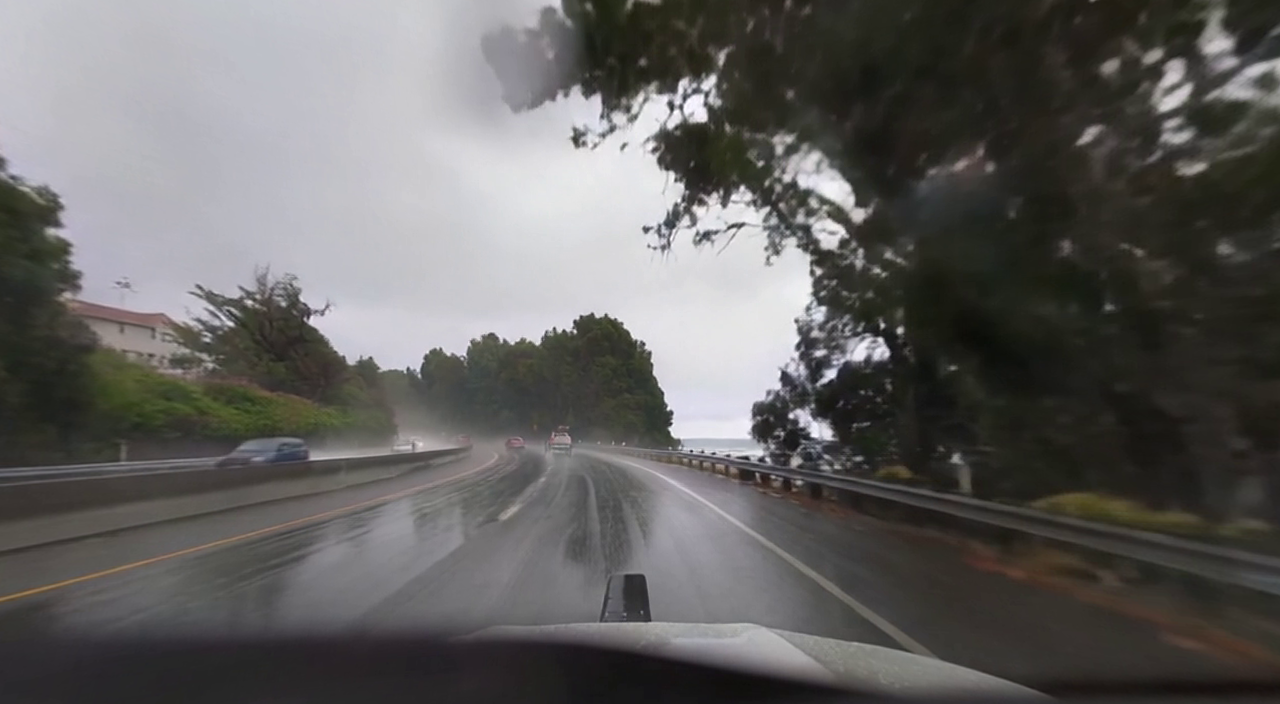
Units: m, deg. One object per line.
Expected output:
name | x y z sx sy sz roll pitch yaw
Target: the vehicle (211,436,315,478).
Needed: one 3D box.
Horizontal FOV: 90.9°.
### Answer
vehicle | -16.657 4.653 28.193 2.331 1.704 4.213 1 -9 -6
